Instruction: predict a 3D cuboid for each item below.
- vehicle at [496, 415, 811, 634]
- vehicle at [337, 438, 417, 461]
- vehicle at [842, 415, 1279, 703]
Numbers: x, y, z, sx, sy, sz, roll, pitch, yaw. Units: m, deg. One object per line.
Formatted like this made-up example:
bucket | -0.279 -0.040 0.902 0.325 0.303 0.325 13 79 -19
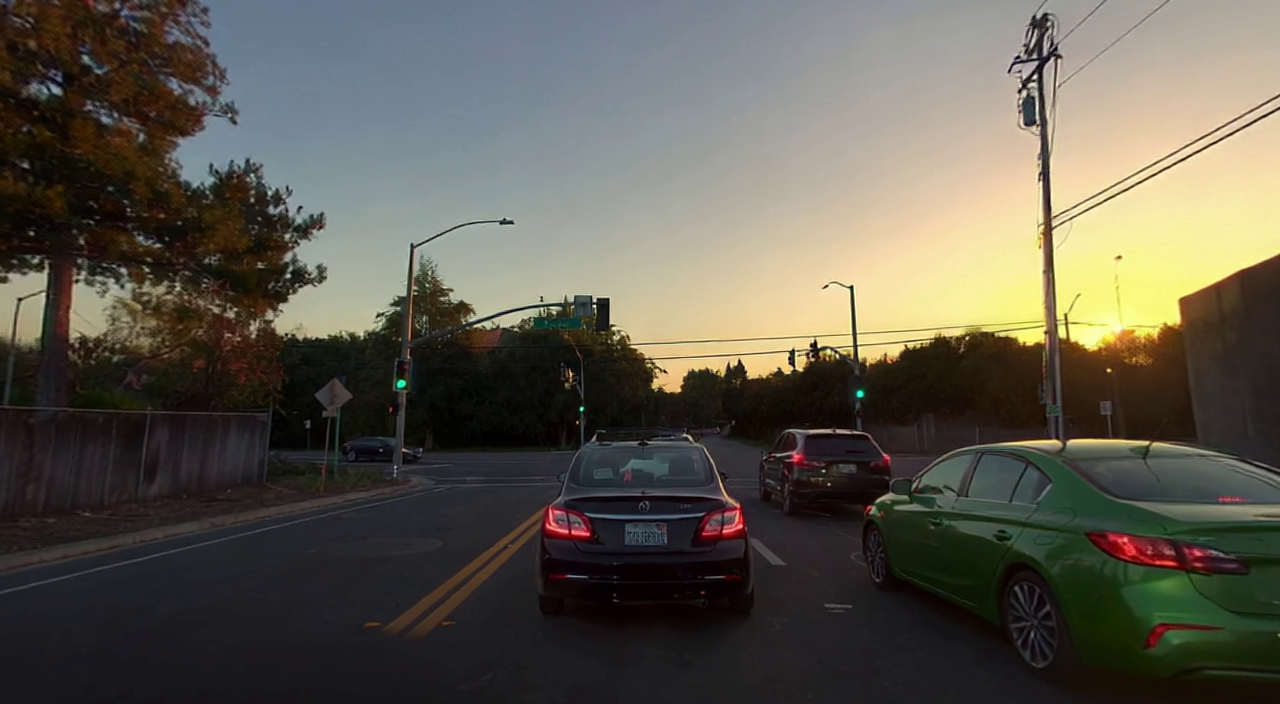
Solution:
vehicle | 0.072 1.519 6.614 2.170 1.497 4.369 0 -8 -1
vehicle | -17.241 6.421 41.463 4.406 1.458 1.892 -1 -8 7
vehicle | 3.094 1.238 4.161 2.027 1.432 4.431 0 -8 0
